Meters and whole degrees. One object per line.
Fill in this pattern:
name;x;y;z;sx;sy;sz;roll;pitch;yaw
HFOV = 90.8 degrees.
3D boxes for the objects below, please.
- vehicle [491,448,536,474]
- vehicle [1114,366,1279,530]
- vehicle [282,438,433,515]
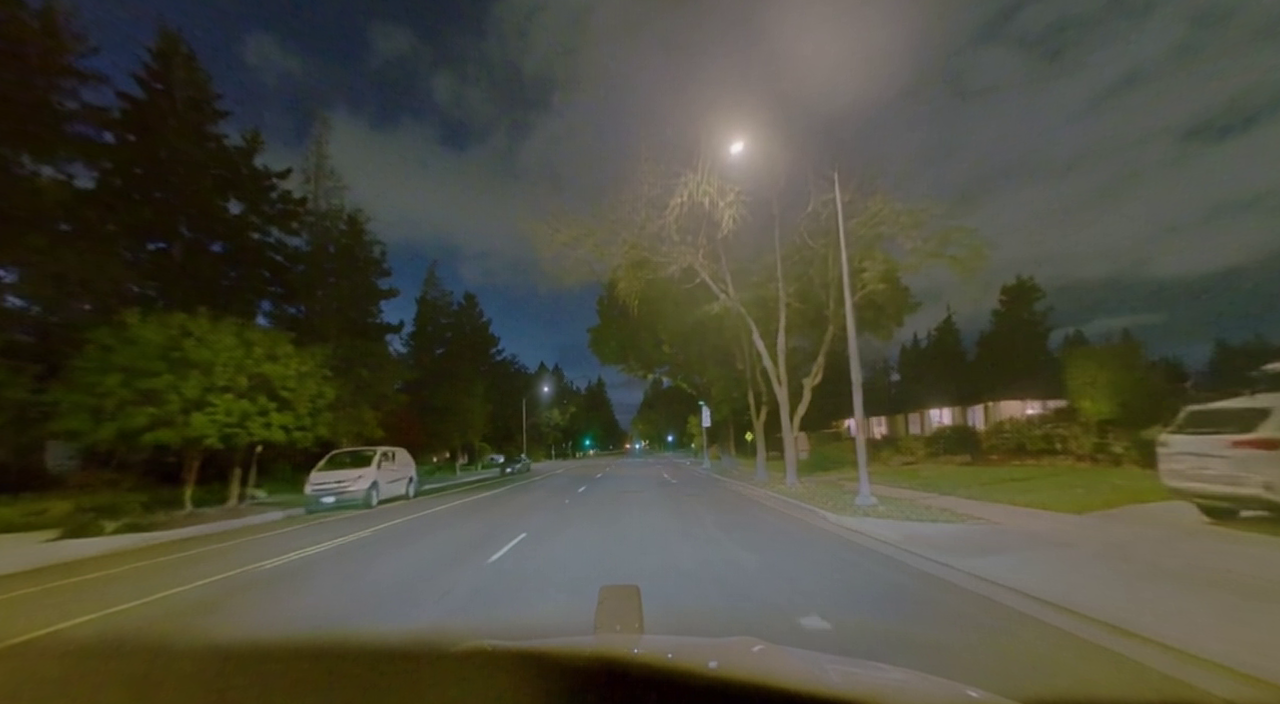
vehicle;-7.964;6.891;40.146;1.880;1.469;4.221;-4;-9;1
vehicle;8.986;1.119;7.864;4.463;1.754;2.003;-1;-9;0
vehicle;-7.806;3.422;18.044;2.122;1.739;4.770;-4;-8;0
